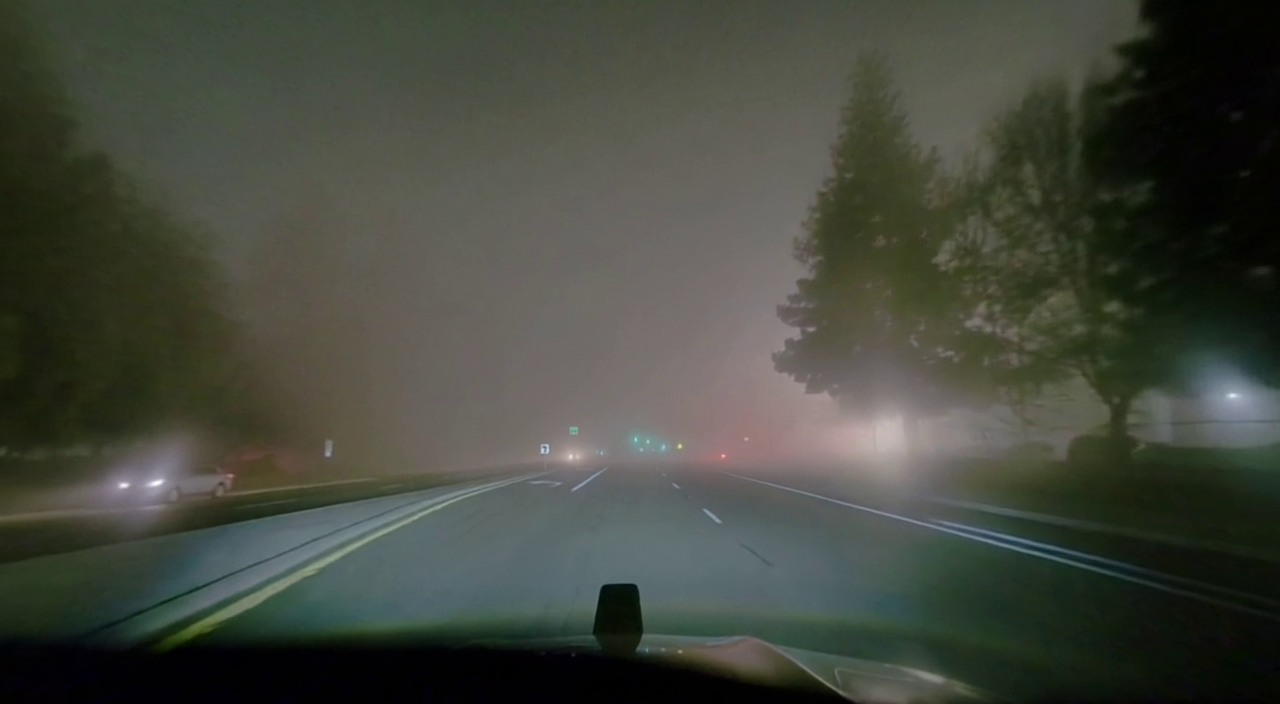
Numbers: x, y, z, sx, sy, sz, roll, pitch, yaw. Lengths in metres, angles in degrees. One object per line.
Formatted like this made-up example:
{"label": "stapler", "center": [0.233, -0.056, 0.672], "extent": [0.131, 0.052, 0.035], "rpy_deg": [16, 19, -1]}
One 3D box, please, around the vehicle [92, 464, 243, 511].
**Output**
{"label": "vehicle", "center": [-17.626, 5.046, 23.964], "extent": [1.961, 1.437, 4.867], "rpy_deg": [0, -9, 0]}

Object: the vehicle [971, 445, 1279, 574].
{"label": "vehicle", "center": [7.271, 2.168, 9.584], "extent": [1.961, 1.465, 4.468], "rpy_deg": [0, -9, -2]}
